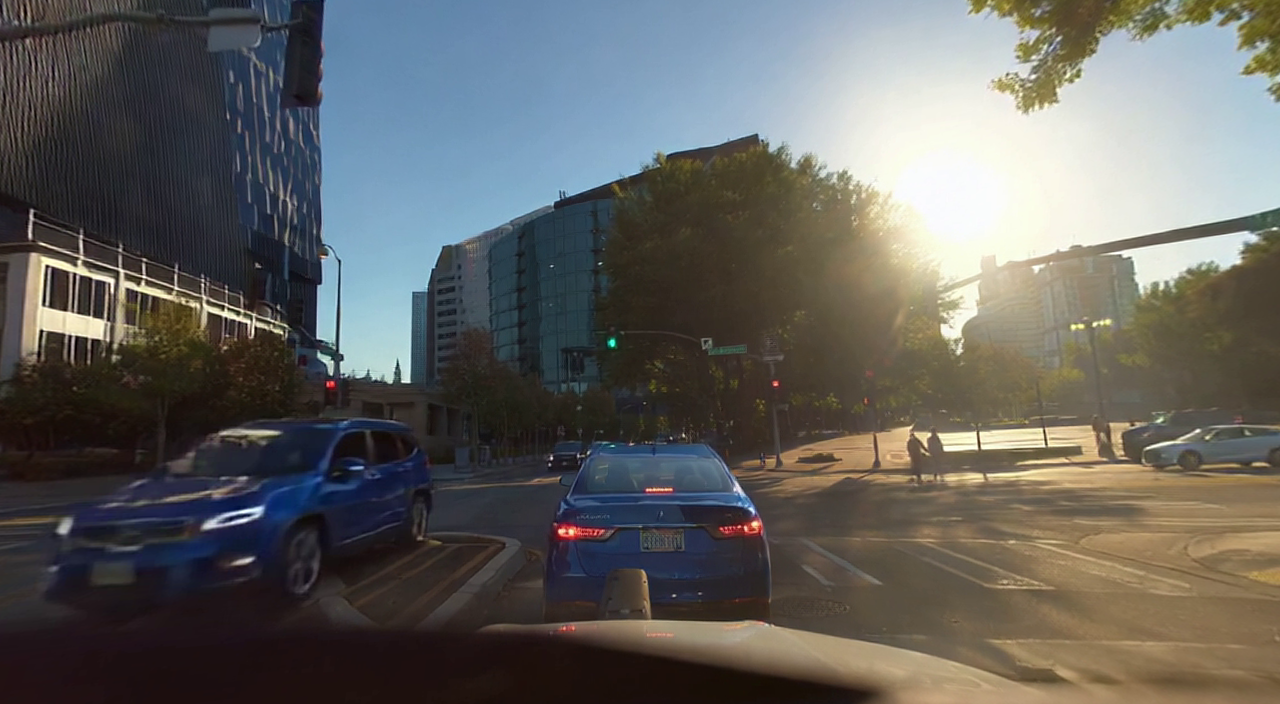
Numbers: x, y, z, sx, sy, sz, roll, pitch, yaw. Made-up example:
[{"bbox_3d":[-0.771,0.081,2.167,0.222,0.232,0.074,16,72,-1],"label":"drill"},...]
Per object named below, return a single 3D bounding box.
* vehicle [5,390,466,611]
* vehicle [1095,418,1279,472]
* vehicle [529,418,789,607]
[{"bbox_3d":[-4.329,1.708,8.359,2.317,1.924,5.518,0,-8,2],"label":"vehicle"},{"bbox_3d":[19.145,3.267,22.214,4.675,1.772,1.945,0,-8,-1],"label":"vehicle"},{"bbox_3d":[-0.133,1.647,7.476,1.893,1.532,4.145,2,-9,-15],"label":"vehicle"}]
